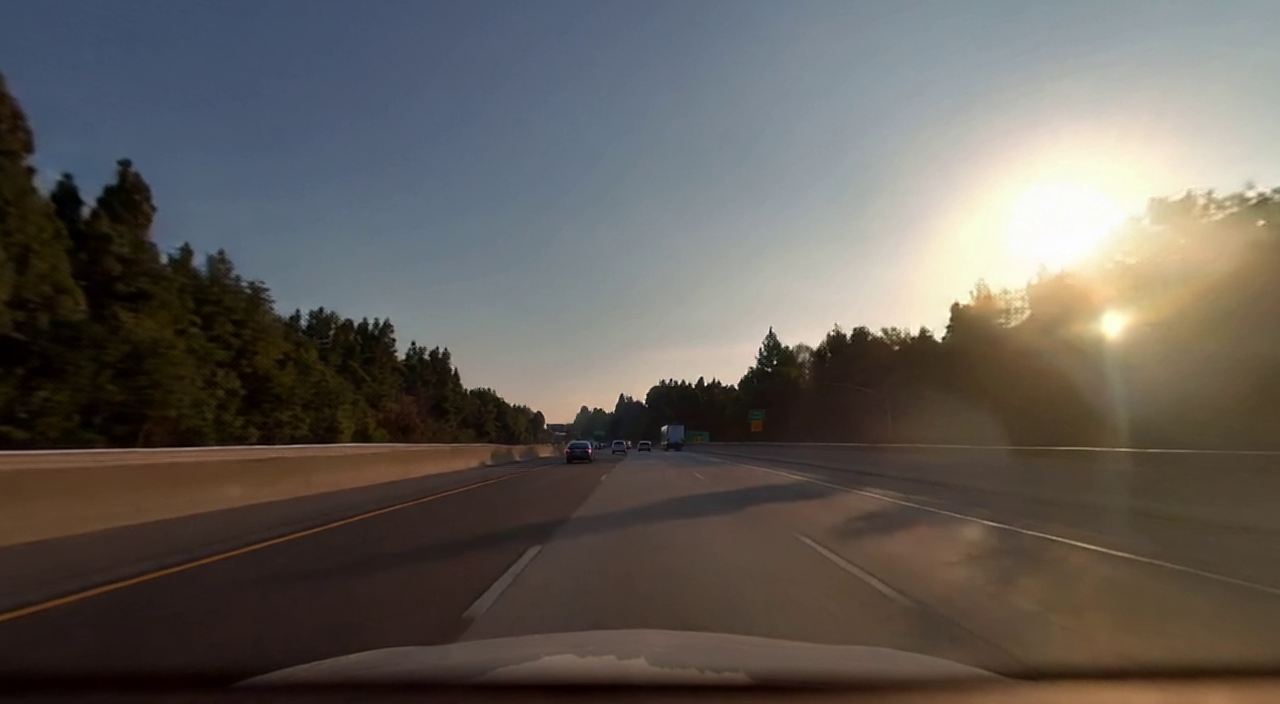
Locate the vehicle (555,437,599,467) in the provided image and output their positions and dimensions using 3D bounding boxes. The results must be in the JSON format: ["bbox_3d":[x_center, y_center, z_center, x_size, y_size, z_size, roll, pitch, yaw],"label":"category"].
[{"bbox_3d":[-3.382,5.475,34.676,2.025,1.571,3.662,0,-9,0],"label":"vehicle"}]
